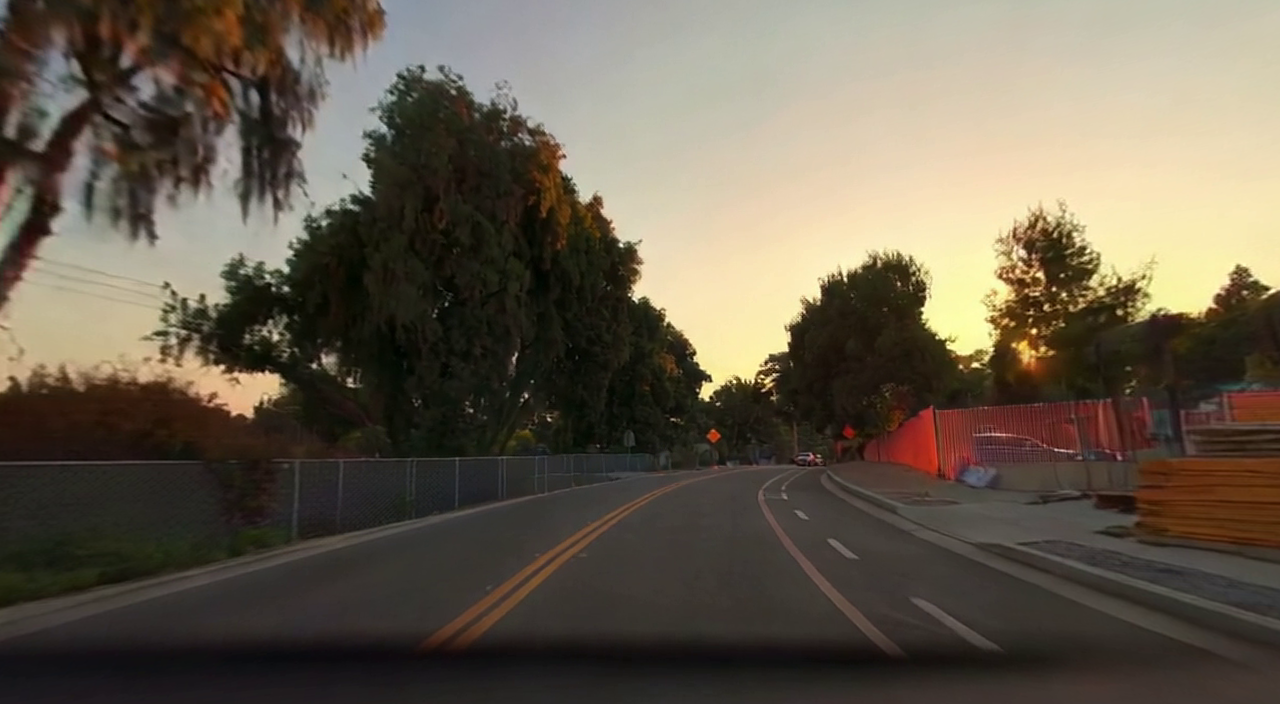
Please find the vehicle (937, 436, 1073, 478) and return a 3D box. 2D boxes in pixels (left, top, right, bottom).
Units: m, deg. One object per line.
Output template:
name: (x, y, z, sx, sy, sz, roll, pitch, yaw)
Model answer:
vehicle: (14.460, 4.225, 25.289, 4.221, 1.440, 1.915, -5, -10, 14)
